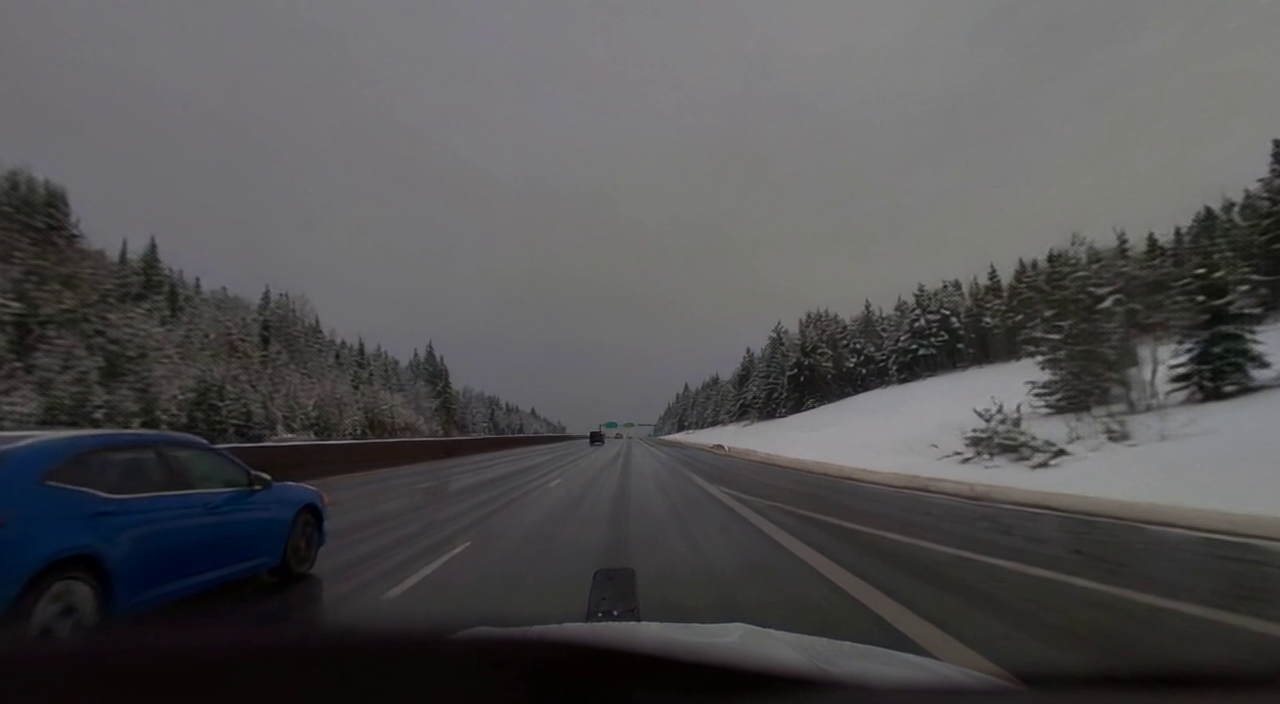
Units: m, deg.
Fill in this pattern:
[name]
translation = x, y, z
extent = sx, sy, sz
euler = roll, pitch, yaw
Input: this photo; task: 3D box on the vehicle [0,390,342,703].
[vehicle]
translation = -3.743, 1.044, 3.568
extent = 2.026, 1.517, 4.325
euler = 0, -8, -1
